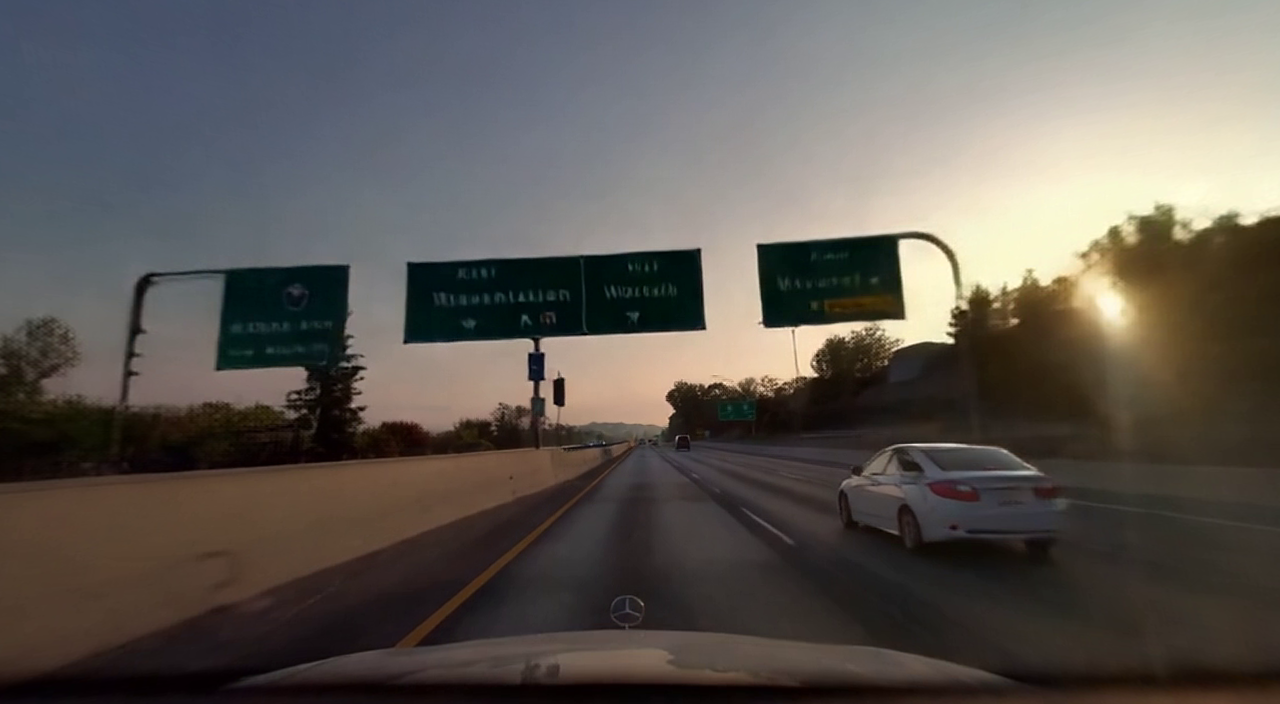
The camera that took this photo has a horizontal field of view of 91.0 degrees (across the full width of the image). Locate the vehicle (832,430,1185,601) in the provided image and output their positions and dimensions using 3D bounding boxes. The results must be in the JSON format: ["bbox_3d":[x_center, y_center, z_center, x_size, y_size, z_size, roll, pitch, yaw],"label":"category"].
[{"bbox_3d":[3.679,1.645,7.242,1.683,1.400,3.868,0,-8,0],"label":"vehicle"}]
